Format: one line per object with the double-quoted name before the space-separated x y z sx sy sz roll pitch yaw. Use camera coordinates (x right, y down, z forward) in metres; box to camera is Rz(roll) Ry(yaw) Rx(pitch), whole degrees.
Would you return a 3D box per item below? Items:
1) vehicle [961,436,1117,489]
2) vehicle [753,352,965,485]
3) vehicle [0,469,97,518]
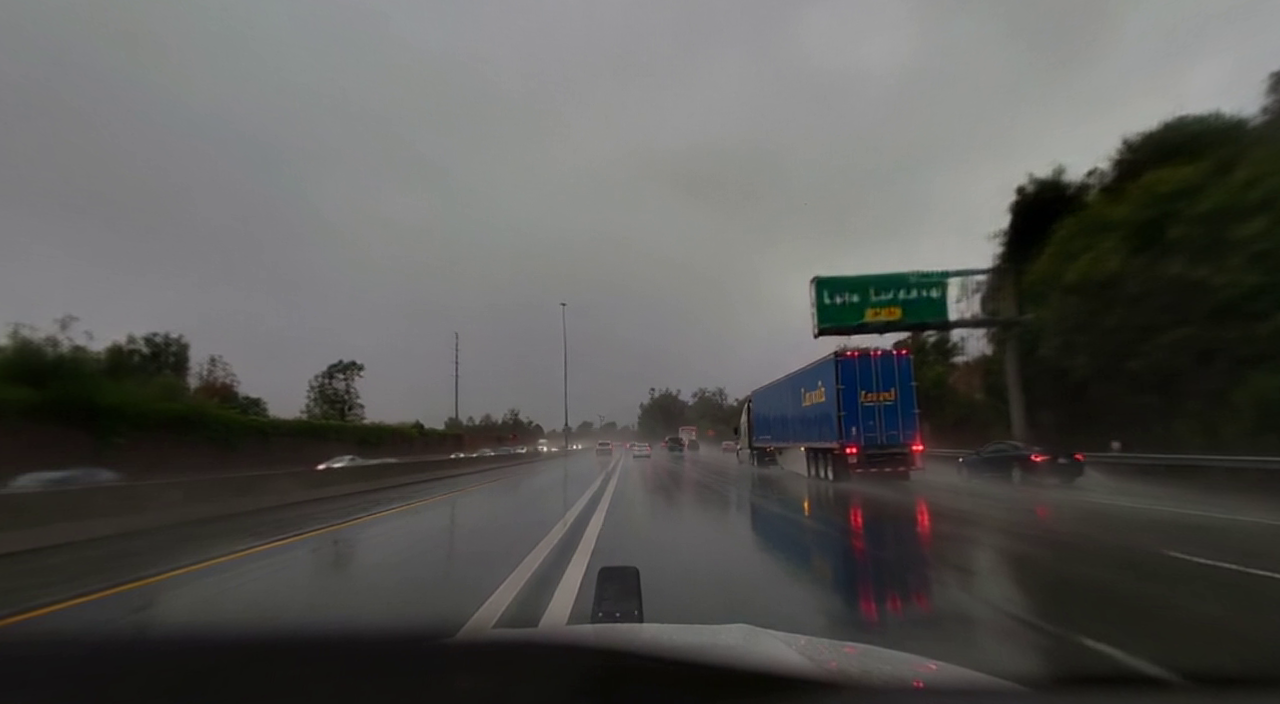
"vehicle" 12.240 3.397 19.802 1.862 1.462 4.459 0 -9 -2
"vehicle" 8.225 3.267 27.798 2.892 4.128 16.495 0 -9 -2
"vehicle" -22.294 4.990 22.418 1.900 1.486 4.702 0 -9 -1
